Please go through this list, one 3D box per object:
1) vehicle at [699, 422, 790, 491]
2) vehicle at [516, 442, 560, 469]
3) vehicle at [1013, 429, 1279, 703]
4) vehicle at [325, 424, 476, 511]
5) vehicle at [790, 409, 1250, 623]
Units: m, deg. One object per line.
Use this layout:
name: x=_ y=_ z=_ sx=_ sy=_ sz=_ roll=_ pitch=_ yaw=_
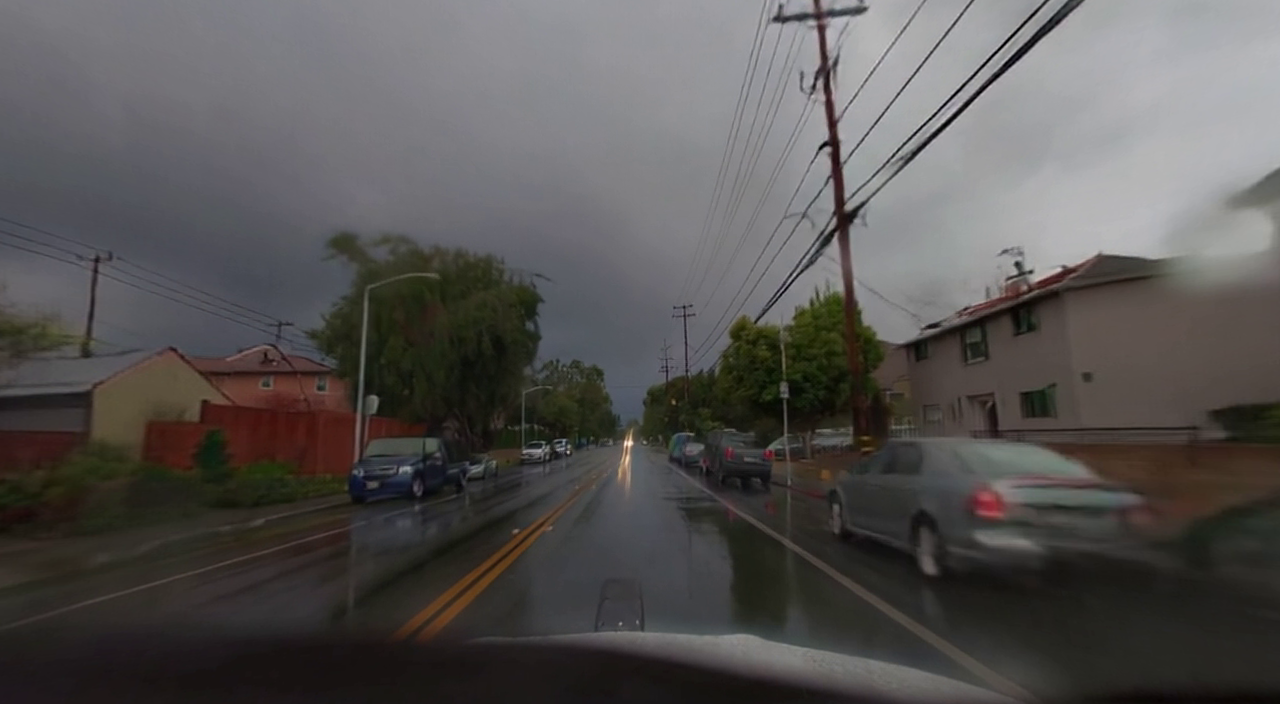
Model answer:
vehicle: x=3.281 y=3.425 z=21.089 sx=2.065 sy=1.953 sz=5.359 roll=0 pitch=-8 yaw=0
vehicle: x=-6.839 y=6.934 z=42.726 sx=2.084 sy=1.573 sz=4.599 roll=-2 pitch=-7 yaw=2
vehicle: x=3.416 y=0.902 z=1.838 sx=1.967 sy=1.382 sz=4.361 roll=0 pitch=-8 yaw=0
vehicle: x=-6.681 y=3.215 z=18.435 sx=2.451 sy=2.099 sz=5.112 roll=-1 pitch=-7 yaw=-1
vehicle: x=3.426 y=1.569 z=7.202 sx=2.158 sy=1.560 sz=4.865 roll=0 pitch=-8 yaw=-1
